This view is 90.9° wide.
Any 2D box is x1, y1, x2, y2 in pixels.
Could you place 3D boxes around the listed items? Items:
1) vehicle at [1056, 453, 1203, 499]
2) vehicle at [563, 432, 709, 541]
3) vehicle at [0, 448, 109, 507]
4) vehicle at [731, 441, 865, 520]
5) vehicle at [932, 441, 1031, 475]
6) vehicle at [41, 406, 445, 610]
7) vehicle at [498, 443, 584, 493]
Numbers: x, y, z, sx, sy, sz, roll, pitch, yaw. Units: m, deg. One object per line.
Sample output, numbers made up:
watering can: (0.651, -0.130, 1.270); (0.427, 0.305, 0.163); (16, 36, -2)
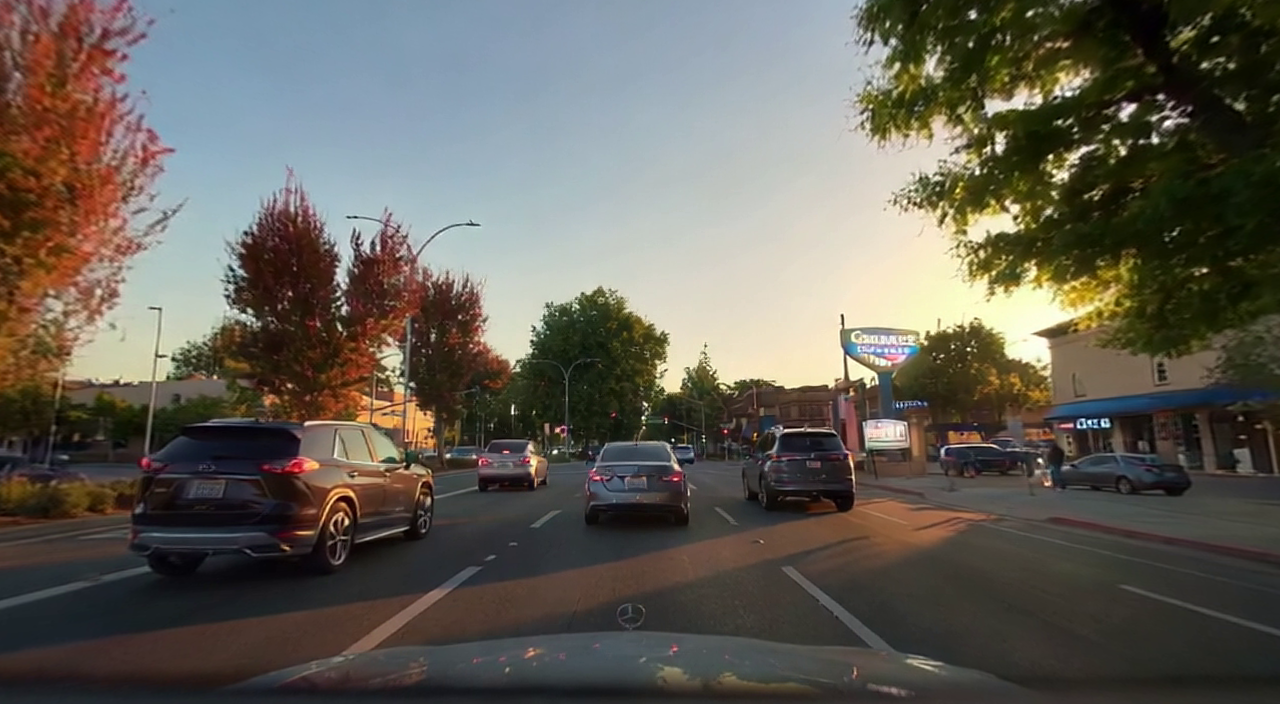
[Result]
vehicle: (17.392, 4.374, 22.750); (1.860, 1.408, 4.631); (-1, -8, 4)
vehicle: (-0.064, 2.265, 11.276); (2.121, 1.563, 4.031); (0, -8, 0)
vehicle: (-19.160, 3.765, 19.175); (1.920, 1.623, 4.607); (0, -8, 1)
vehicle: (3.354, 2.791, 14.302); (1.979, 1.485, 4.207); (0, -8, 0)
vehicle: (18.007, 5.577, 33.402); (1.907, 1.669, 4.147); (5, -9, -28)
vehicle: (-3.940, 1.590, 7.308); (1.983, 1.685, 3.997); (0, -8, 1)
vehicle: (-3.208, 3.870, 21.422); (2.126, 1.490, 4.265); (0, -8, 2)
